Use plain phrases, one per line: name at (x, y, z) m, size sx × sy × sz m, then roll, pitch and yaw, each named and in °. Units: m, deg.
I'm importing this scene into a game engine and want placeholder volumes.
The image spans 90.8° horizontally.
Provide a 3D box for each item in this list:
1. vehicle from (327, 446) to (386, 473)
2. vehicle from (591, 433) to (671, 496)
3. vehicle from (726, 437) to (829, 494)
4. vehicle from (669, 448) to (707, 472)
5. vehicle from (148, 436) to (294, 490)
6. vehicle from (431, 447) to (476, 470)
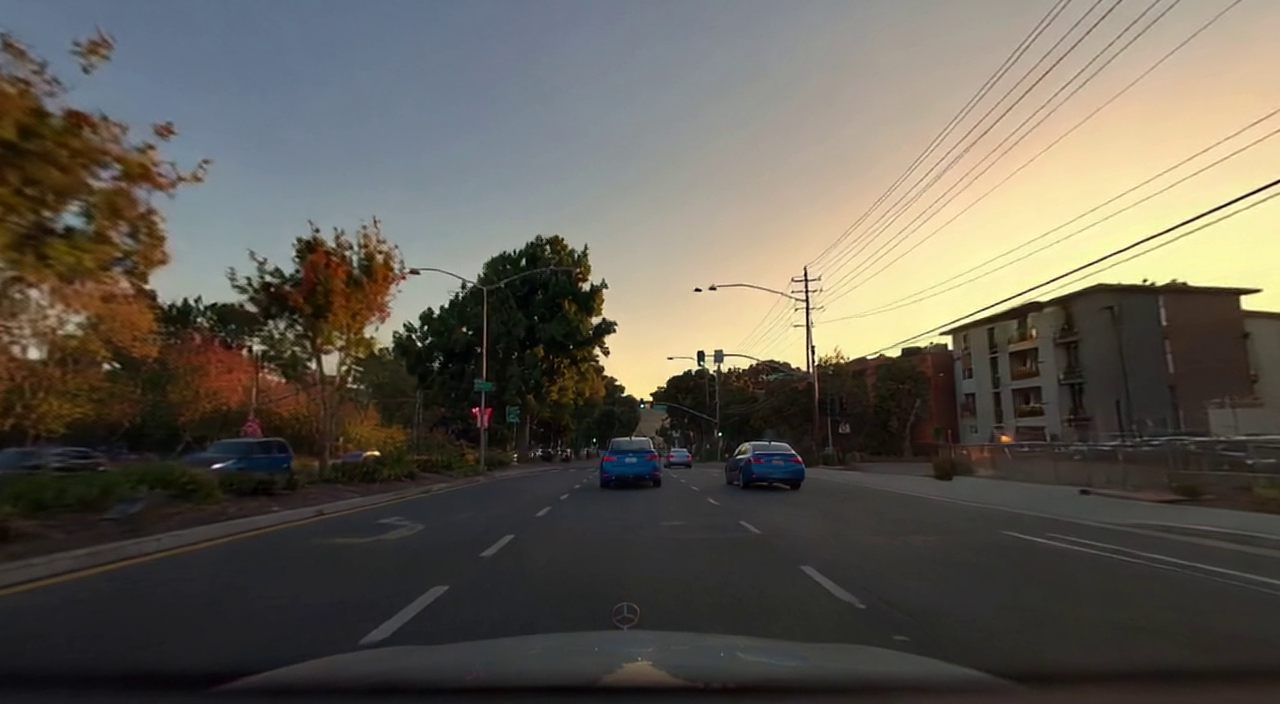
vehicle at (-18.709, 7.089, 41.935) m, size 2.006 × 1.690 × 4.548 m, roll 0°, pitch -9°, yaw -3°
vehicle at (-0.280, 3.208, 18.415) m, size 2.073 × 1.606 × 3.933 m, roll 0°, pitch -8°, yaw -1°
vehicle at (4.050, 3.422, 19.480) m, size 2.086 × 1.534 × 4.351 m, roll 0°, pitch -8°, yaw -2°
vehicle at (3.077, 7.002, 41.289) m, size 2.054 × 1.461 × 4.321 m, roll 0°, pitch -8°, yaw -1°
vehicle at (-14.330, 3.809, 21.993) m, size 2.064 × 1.676 × 4.332 m, roll 0°, pitch -9°, yaw 0°
vehicle at (-14.237, 8.115, 48.464) m, size 2.019 × 1.696 × 4.583 m, roll 0°, pitch -9°, yaw 0°
